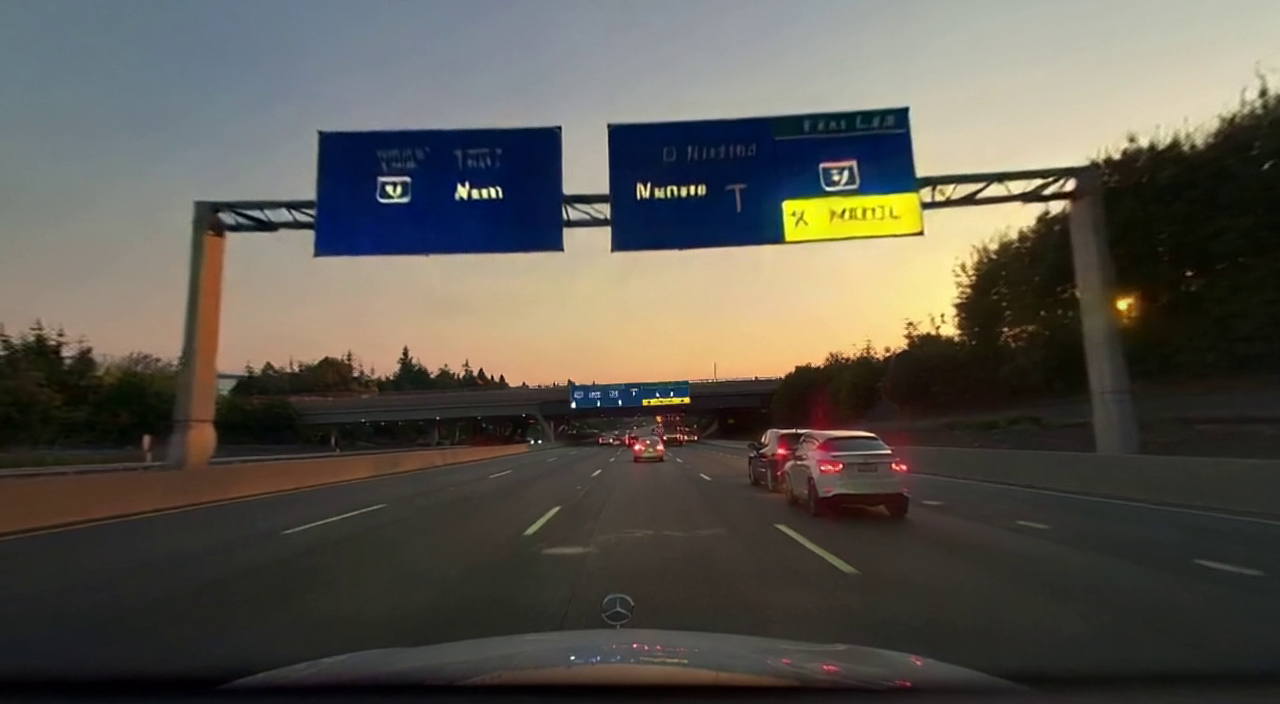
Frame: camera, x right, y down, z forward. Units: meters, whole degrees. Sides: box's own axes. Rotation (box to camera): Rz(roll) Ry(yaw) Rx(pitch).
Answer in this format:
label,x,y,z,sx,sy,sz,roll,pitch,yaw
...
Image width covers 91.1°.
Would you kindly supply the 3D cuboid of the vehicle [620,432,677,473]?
label,x,y,z,sx,sy,sz,roll,pitch,yaw
vehicle,0.266,3.833,24.290,2.046,1.467,3.844,0,-8,-1
